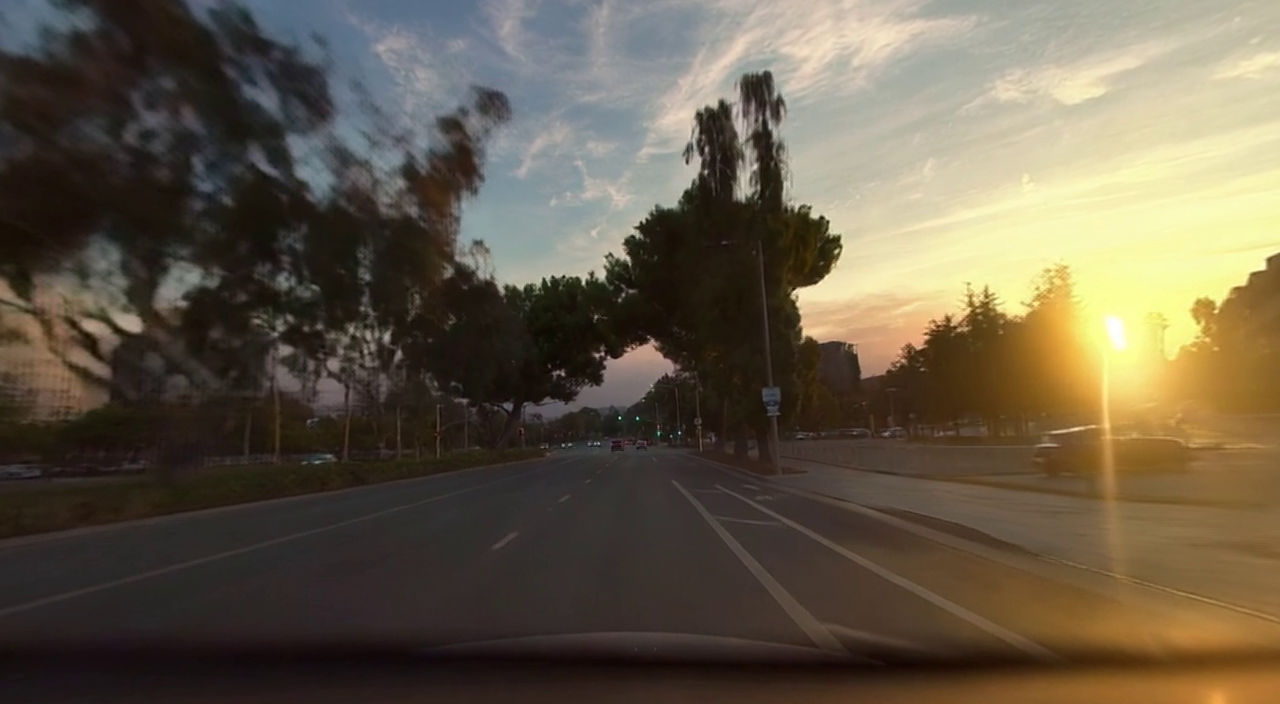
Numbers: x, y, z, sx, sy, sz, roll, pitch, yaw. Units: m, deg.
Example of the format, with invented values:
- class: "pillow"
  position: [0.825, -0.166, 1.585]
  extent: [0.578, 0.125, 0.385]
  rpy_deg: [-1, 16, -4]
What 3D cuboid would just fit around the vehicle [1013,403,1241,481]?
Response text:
- class: "vehicle"
  position: [13.907, 2.602, 18.290]
  extent: [4.702, 1.853, 2.069]
  rpy_deg: [-4, -8, 2]
